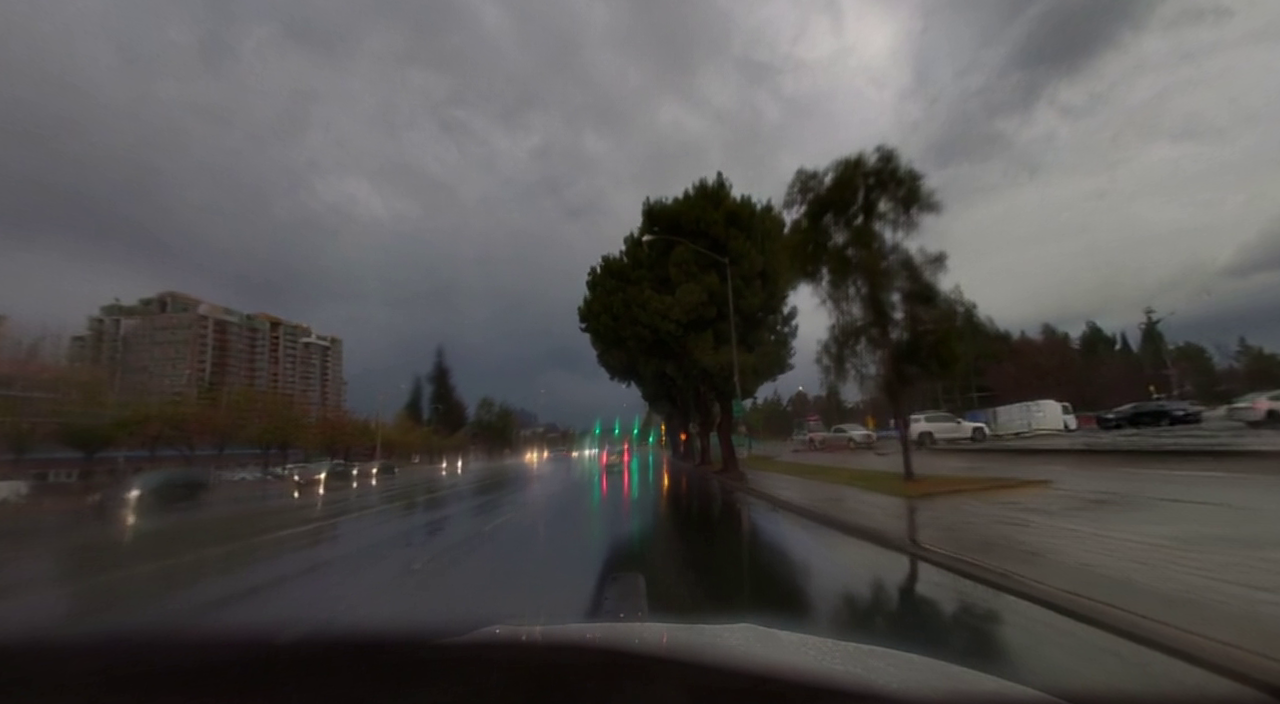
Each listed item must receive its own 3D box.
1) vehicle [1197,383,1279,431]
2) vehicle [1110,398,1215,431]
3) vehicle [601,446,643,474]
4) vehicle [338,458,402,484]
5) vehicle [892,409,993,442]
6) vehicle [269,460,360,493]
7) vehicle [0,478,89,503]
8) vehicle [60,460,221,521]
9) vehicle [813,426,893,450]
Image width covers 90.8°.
[{"bbox_3d":[22.044,1.910,21.751,1.870,1.470,4.436,-1,-8,3],"label":"vehicle"},{"bbox_3d":[28.821,3.540,35.085,1.857,1.615,4.839,0,-8,2],"label":"vehicle"},{"bbox_3d":[-0.957,6.198,36.625,2.235,1.500,4.420,0,-8,1],"label":"vehicle"},{"bbox_3d":[-17.071,7.530,40.219,1.985,1.471,4.797,0,-8,0],"label":"vehicle"},{"bbox_3d":[15.072,3.713,31.598,3.956,1.504,2.170,2,-9,-9],"label":"vehicle"},{"bbox_3d":[-16.563,6.339,32.463,2.058,1.459,4.704,0,-8,1],"label":"vehicle"},{"bbox_3d":[-39.330,9.056,41.464,4.429,1.486,1.942,0,-8,-1],"label":"vehicle"},{"bbox_3d":[-16.993,4.681,21.865,2.016,1.598,4.545,-3,-8,-2],"label":"vehicle"},{"bbox_3d":[13.162,5.353,39.187,4.144,1.407,2.201,0,-8,-2],"label":"vehicle"}]
